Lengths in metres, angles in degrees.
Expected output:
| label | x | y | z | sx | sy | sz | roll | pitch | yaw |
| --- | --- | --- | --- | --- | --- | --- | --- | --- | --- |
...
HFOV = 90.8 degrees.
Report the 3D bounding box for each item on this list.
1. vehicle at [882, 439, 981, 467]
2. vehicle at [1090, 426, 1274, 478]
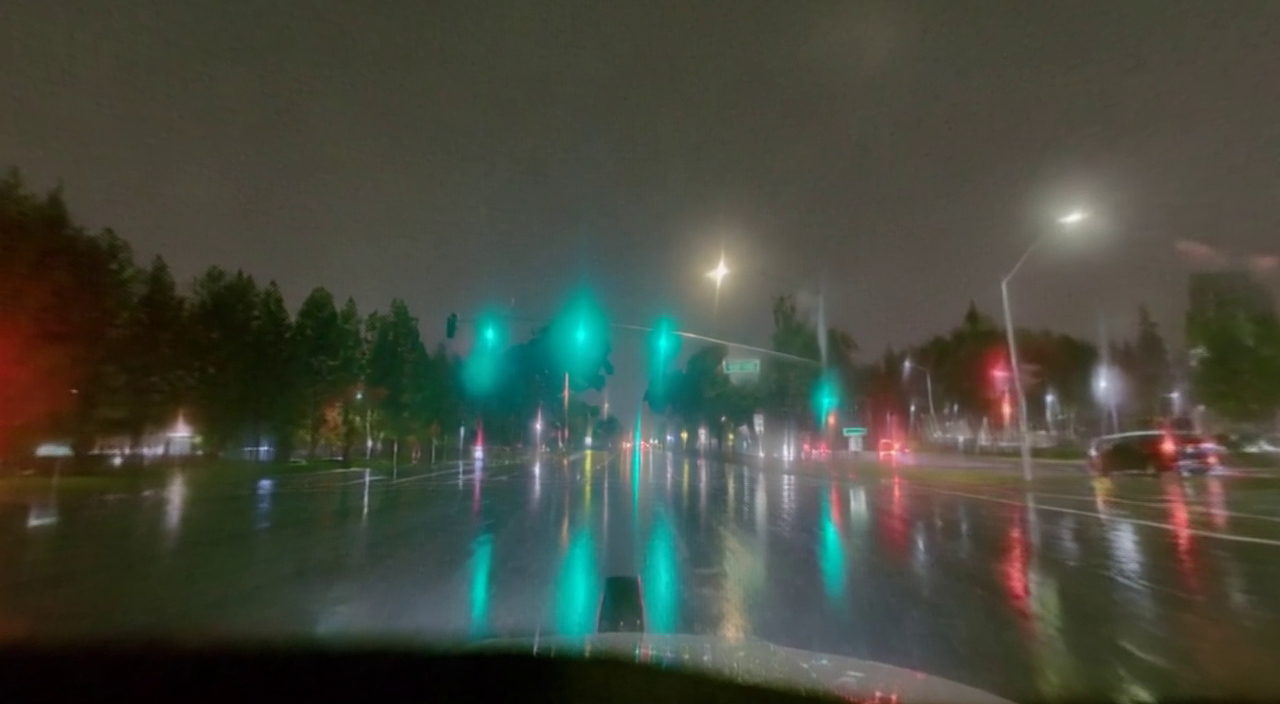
| label | x | y | z | sx | sy | sz | roll | pitch | yaw |
| --- | --- | --- | --- | --- | --- | --- | --- | --- | --- |
| vehicle | 16.077 | 5.587 | 34.996 | 4.483 | 1.452 | 1.924 | 0 | -8 | -1 |
| vehicle | 23.657 | 4.438 | 28.154 | 2.802 | 1.992 | 6.440 | -2 | -9 | 5 |
